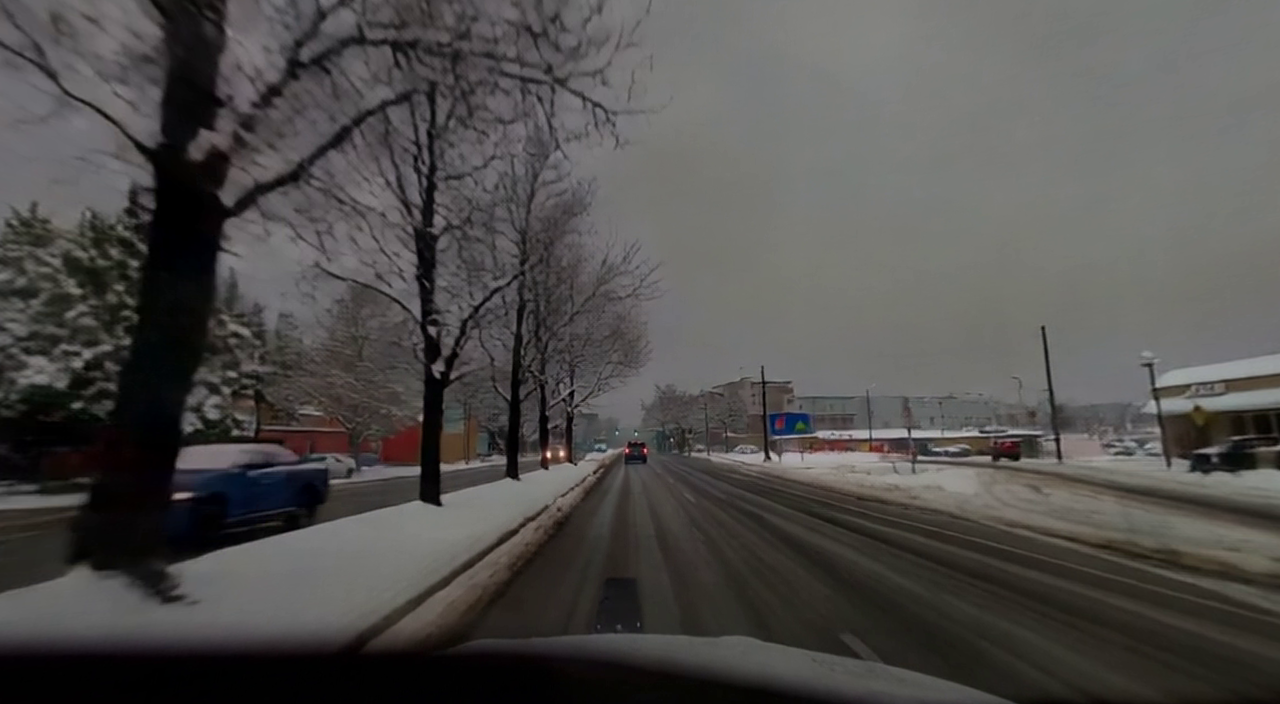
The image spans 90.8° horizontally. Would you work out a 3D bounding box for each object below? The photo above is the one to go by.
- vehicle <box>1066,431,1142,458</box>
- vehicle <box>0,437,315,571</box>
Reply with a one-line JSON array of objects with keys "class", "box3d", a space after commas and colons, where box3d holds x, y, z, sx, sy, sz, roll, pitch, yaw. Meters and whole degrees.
[{"class": "vehicle", "box3d": [35.801, 7.133, 48.787, 4.710, 1.864, 1.949, -1, -8, -14]}, {"class": "vehicle", "box3d": [-7.580, 2.317, 10.508, 2.008, 1.701, 4.430, 0, -9, -1]}]
